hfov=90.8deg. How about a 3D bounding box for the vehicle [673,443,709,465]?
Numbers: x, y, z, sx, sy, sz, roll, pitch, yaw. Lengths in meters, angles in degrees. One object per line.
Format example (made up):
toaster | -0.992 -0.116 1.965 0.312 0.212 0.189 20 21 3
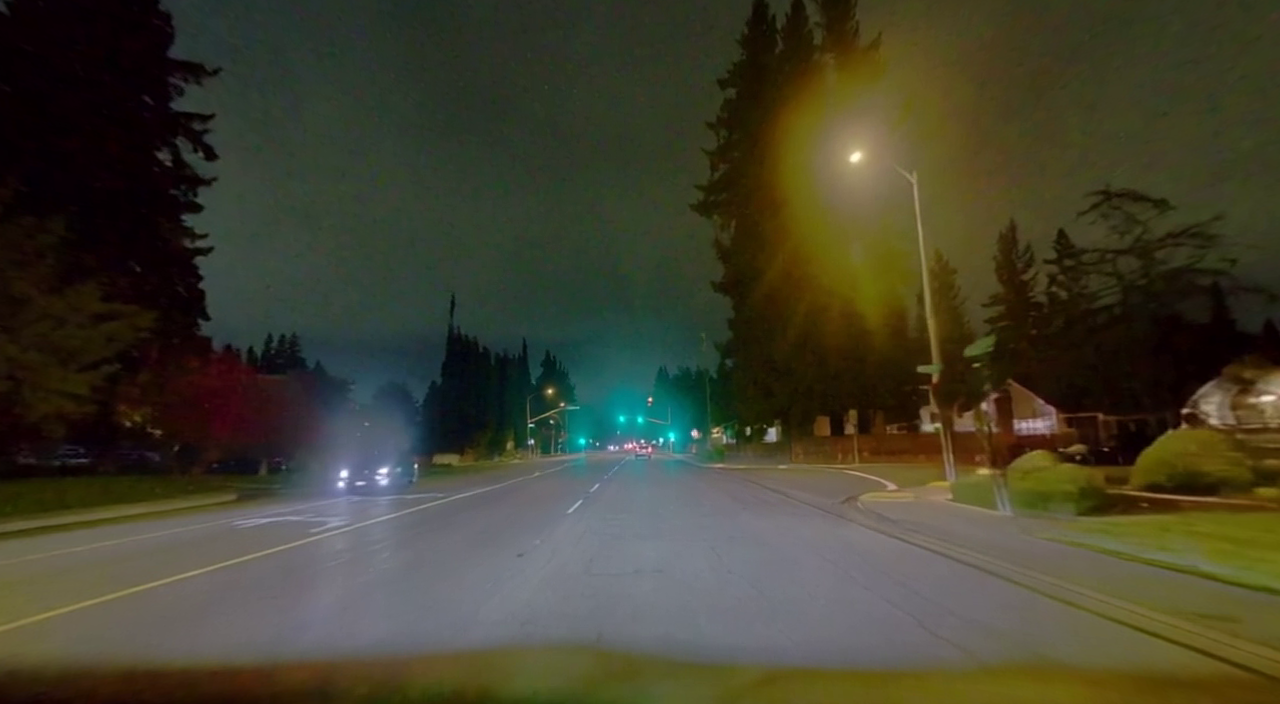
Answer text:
vehicle | 3.586 7.287 45.242 2.010 1.504 4.835 0 -8 -2

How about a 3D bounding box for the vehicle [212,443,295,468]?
vehicle | -29.135 7.795 47.745 4.794 1.829 2.102 0 -8 -1

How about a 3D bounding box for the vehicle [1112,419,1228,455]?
vehicle | 26.704 4.332 31.927 3.893 1.661 2.008 0 -12 0

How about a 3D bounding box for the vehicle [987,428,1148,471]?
vehicle | 15.504 3.551 23.085 4.590 1.454 1.851 0 -8 -3

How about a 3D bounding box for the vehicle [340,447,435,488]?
vehicle | -10.384 4.751 26.420 2.022 1.536 4.629 0 -8 1
